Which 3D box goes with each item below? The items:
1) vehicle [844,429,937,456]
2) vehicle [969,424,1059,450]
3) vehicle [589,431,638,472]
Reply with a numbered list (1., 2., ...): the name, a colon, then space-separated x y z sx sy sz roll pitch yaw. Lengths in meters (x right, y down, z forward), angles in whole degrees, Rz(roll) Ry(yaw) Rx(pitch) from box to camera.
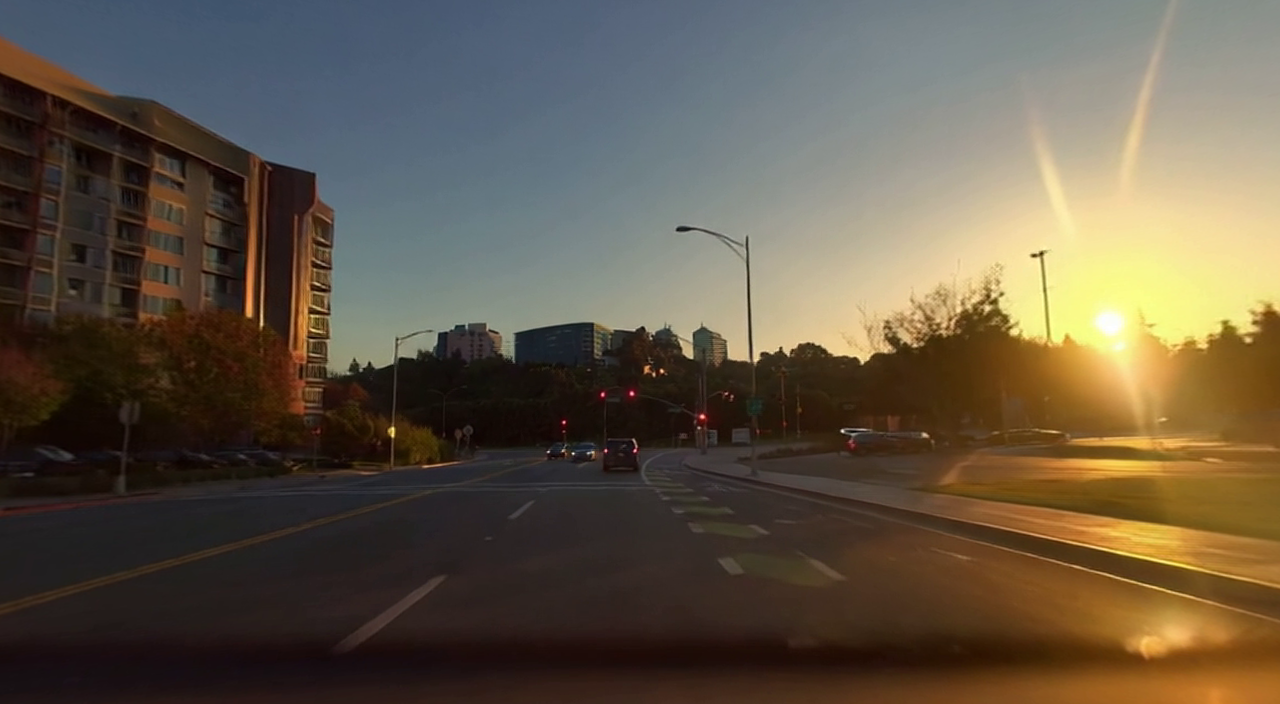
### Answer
1. vehicle: 14.093 5.116 35.685 4.486 1.494 1.802 -1 -8 4
2. vehicle: 28.815 6.587 48.845 5.442 1.924 2.330 1 -8 0
3. vehicle: -1.225 4.870 31.074 2.230 1.827 4.298 0 -8 0
